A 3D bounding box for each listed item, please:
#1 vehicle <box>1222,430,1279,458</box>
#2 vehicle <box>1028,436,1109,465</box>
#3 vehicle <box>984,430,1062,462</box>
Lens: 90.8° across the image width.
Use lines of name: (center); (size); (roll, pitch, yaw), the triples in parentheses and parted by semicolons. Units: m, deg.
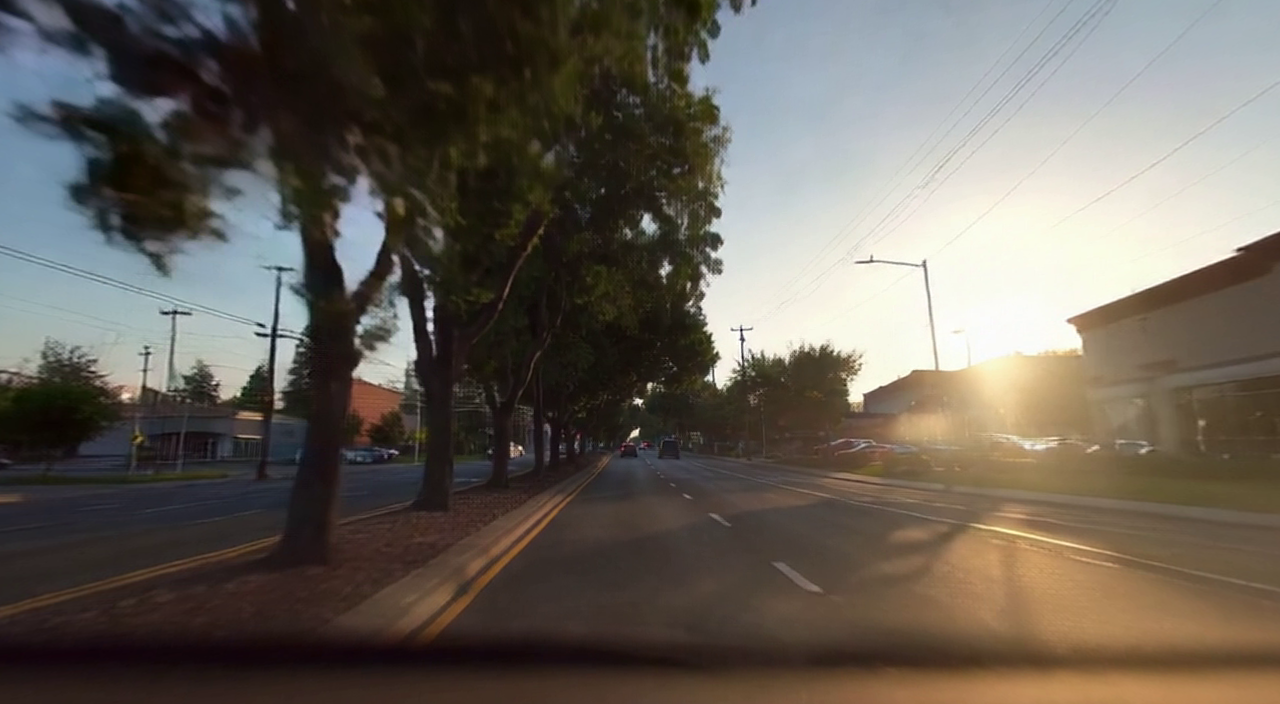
vehicle: (40.804, 5.919, 40.655); (2.228, 1.745, 4.652); (0, -8, 1)
vehicle: (27.149, 6.244, 40.241); (2.066, 1.655, 4.485); (-2, -8, 1)
vehicle: (24.428, 6.034, 40.553); (2.136, 1.872, 4.695); (-2, -9, 2)
